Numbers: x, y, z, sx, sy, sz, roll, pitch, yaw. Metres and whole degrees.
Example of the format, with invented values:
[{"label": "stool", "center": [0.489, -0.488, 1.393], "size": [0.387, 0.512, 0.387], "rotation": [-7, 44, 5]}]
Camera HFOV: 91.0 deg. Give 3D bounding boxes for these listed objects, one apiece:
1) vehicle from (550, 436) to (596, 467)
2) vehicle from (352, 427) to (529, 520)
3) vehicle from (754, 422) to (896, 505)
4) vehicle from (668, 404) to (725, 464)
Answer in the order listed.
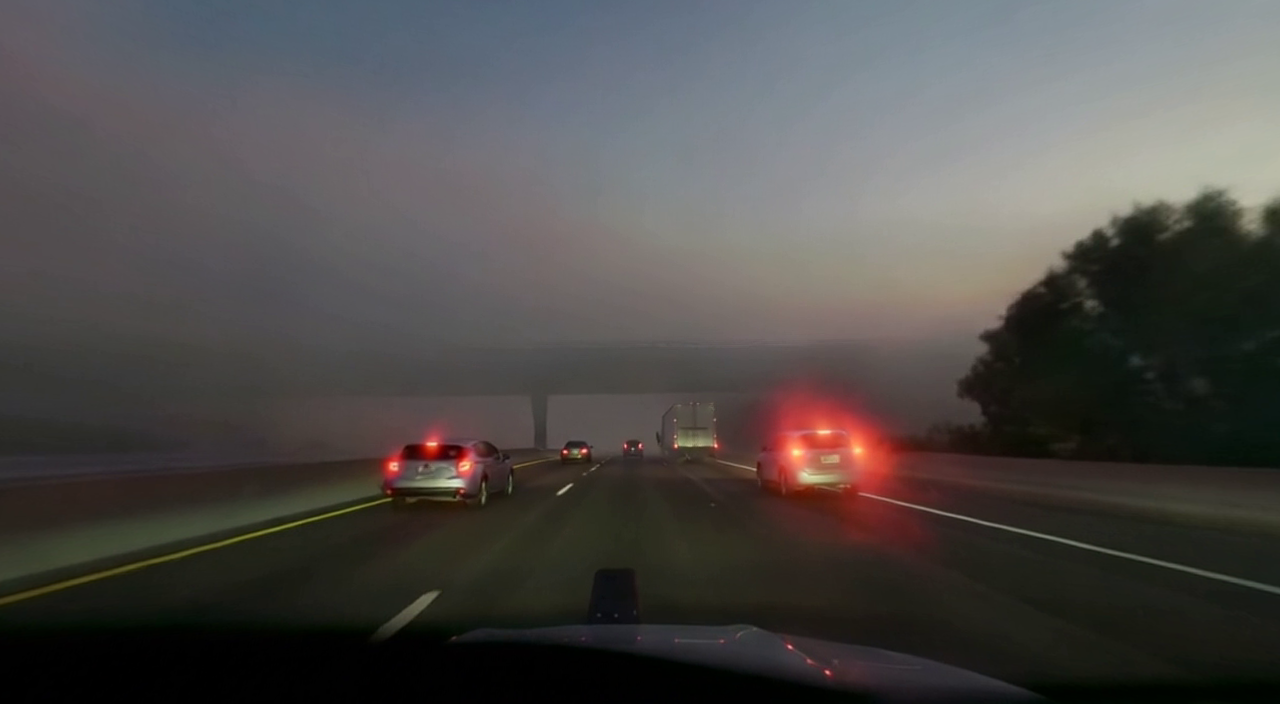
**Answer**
[{"label": "vehicle", "center": [-3.522, 5.291, 33.737], "size": [2.064, 1.479, 4.370], "rotation": [-1, -8, -1]}, {"label": "vehicle", "center": [-3.716, 2.336, 12.735], "size": [2.122, 1.486, 4.532], "rotation": [-1, -8, 0]}, {"label": "vehicle", "center": [4.065, 2.520, 14.661], "size": [2.001, 1.625, 4.088], "rotation": [-1, -8, -1]}, {"label": "vehicle", "center": [3.665, 5.774, 44.097], "size": [2.824, 3.585, 11.410], "rotation": [-1, -8, -1]}]
